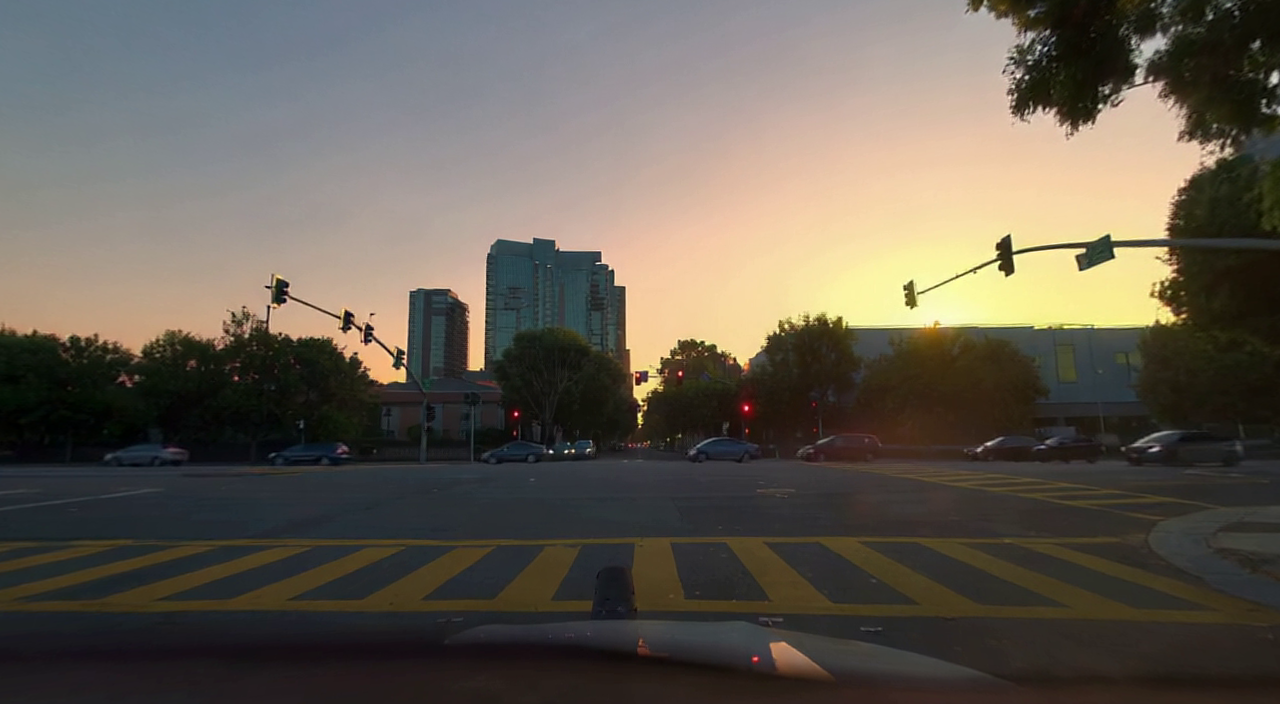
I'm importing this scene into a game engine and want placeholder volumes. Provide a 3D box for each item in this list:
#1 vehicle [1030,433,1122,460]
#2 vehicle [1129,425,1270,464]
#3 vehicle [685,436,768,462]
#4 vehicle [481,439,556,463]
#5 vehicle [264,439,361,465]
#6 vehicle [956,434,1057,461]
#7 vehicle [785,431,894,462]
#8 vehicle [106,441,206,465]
[{"bbox_3d":[27.927,6.064,40.547,4.488,1.667,1.869,0,-9,0],"label":"vehicle"},{"bbox_3d":[26.870,4.483,30.473,4.662,1.764,2.064,-1,-9,2],"label":"vehicle"},{"bbox_3d":[4.964,5.640,36.752,4.519,1.476,1.767,0,-9,0],"label":"vehicle"},{"bbox_3d":[-7.724,6.311,40.372,4.443,1.472,1.794,0,-9,0],"label":"vehicle"},{"bbox_3d":[-18.962,5.790,36.682,4.631,1.435,1.715,0,-9,0],"label":"vehicle"},{"bbox_3d":[21.399,5.596,36.997,4.724,1.452,1.870,0,-9,0],"label":"vehicle"},{"bbox_3d":[12.497,5.970,39.973,6.133,1.833,2.155,0,-9,0],"label":"vehicle"},{"bbox_3d":[-30.793,6.424,40.299,4.759,1.445,1.865,0,-9,0],"label":"vehicle"}]
